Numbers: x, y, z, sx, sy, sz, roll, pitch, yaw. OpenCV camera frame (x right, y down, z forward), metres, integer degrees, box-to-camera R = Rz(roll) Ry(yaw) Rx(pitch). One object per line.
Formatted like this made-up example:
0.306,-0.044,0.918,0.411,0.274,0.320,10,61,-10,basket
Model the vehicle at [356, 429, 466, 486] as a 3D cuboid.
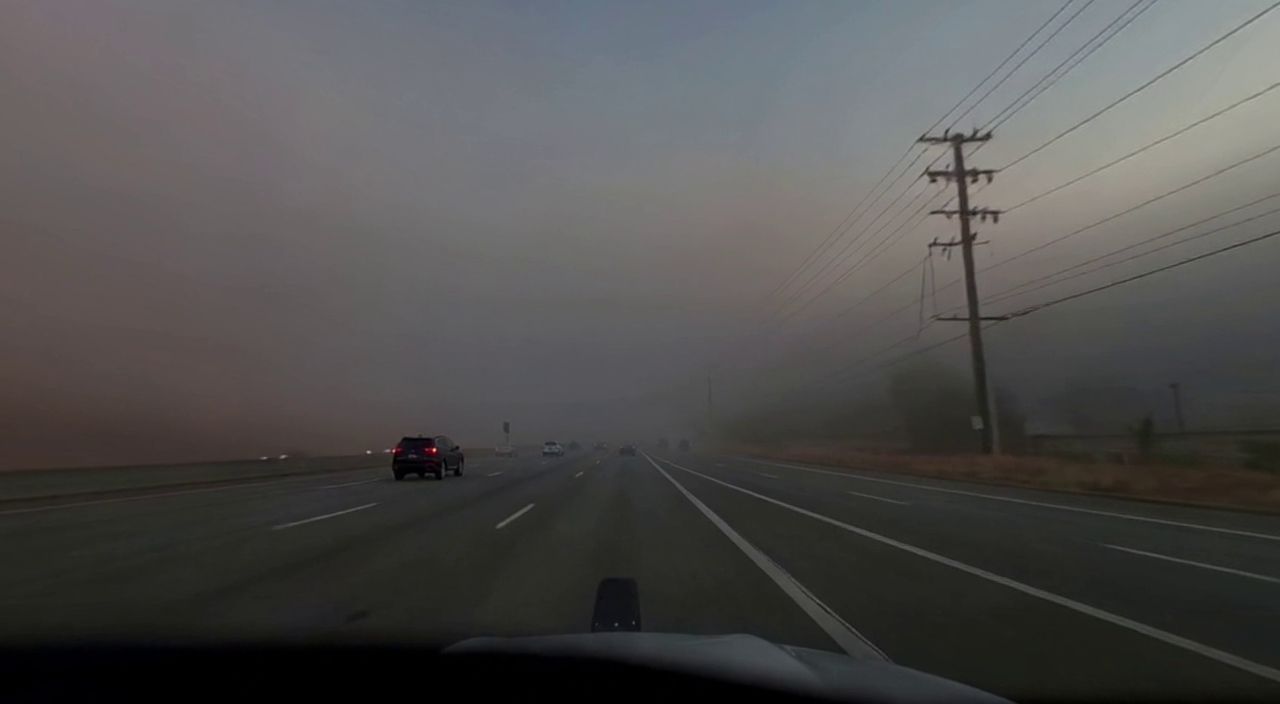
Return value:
-7.999,3.756,22.764,2.115,1.799,5.444,0,-9,-2,vehicle
